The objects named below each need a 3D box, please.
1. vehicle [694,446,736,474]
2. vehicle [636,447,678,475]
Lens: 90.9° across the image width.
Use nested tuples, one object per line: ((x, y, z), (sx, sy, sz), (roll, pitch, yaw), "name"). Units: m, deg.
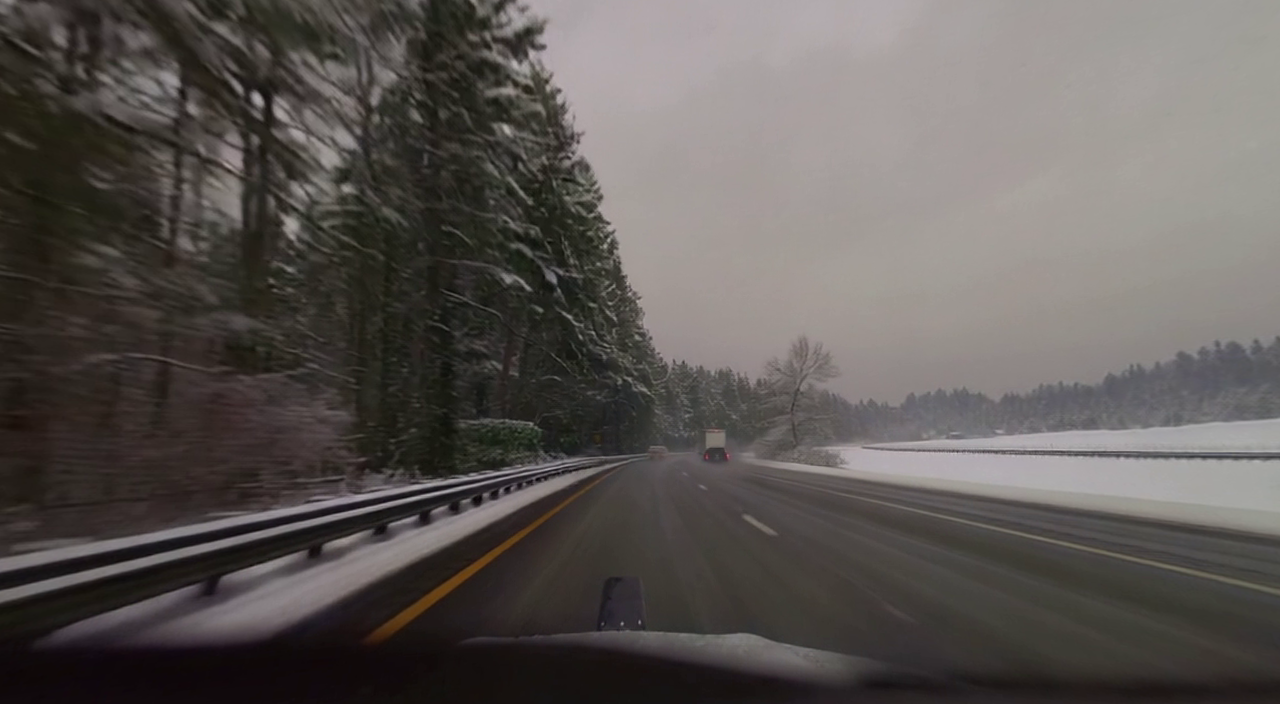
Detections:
((4.207, 6.148, 35.886), (1.846, 1.485, 3.679), (0, -9, -2), "vehicle")
((0.909, 6.104, 35.425), (2.162, 1.492, 3.975), (0, -9, -1), "vehicle")
